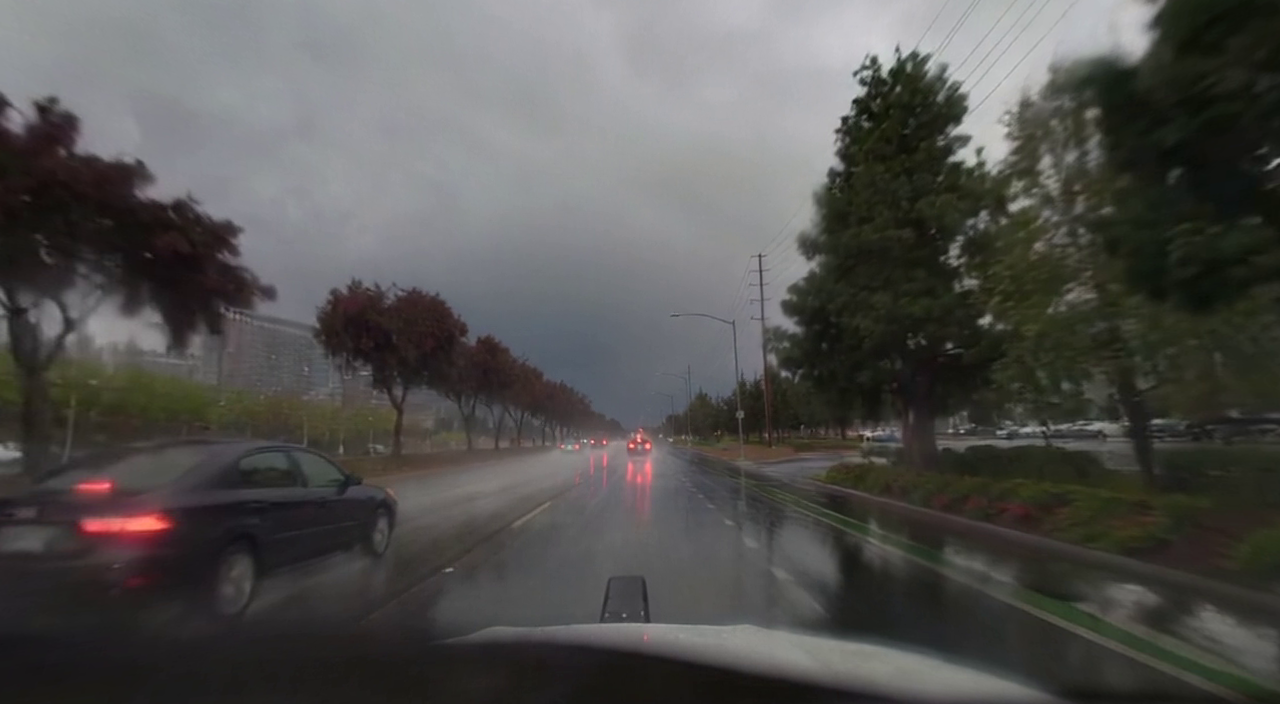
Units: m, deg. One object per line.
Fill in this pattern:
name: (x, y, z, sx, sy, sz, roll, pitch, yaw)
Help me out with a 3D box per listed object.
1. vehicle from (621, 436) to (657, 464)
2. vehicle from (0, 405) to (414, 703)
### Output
vehicle: (-0.059, 6.252, 40.329, 2.199, 1.652, 4.101, 0, -8, 0)
vehicle: (-3.769, 1.329, 5.187, 1.942, 1.462, 4.905, 0, -8, 1)
